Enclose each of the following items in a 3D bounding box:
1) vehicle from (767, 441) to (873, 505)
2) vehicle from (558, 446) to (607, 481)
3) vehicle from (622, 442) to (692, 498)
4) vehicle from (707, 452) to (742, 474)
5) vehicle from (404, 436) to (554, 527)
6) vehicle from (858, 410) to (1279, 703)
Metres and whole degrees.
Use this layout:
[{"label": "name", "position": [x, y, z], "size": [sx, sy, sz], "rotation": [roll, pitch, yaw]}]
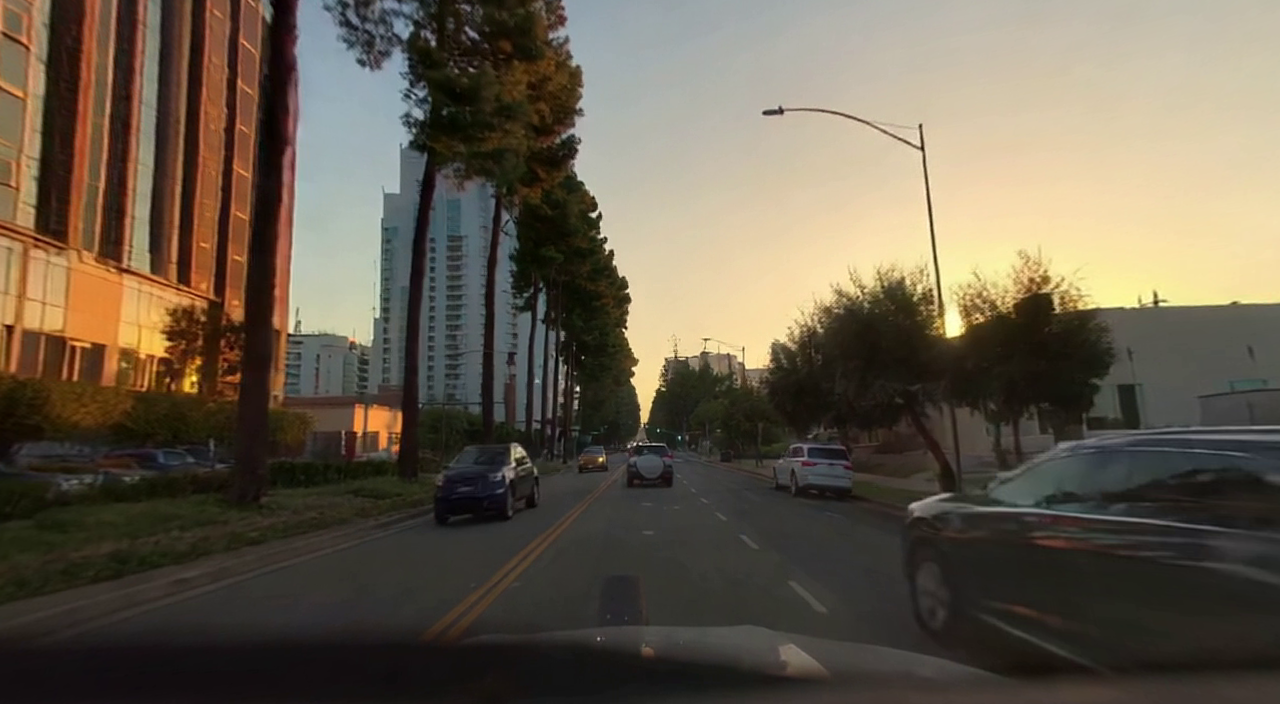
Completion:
[{"label": "vehicle", "position": [5.680, 3.852, 20.599], "size": [2.059, 1.813, 4.637], "rotation": [0, -9, -1]}, {"label": "vehicle", "position": [-3.031, 5.973, 34.076], "size": [2.124, 1.731, 4.227], "rotation": [0, -9, 2]}, {"label": "vehicle", "position": [0.534, 3.827, 20.786], "size": [2.105, 1.653, 3.887], "rotation": [0, -9, 1]}, {"label": "vehicle", "position": [6.182, 8.164, 46.584], "size": [1.885, 1.467, 4.546], "rotation": [0, -9, 0]}, {"label": "vehicle", "position": [-3.382, 2.815, 14.300], "size": [2.167, 1.717, 4.448], "rotation": [0, -9, 1]}, {"label": "vehicle", "position": [2.869, 1.166, 3.318], "size": [1.991, 1.536, 4.116], "rotation": [0, -9, 1]}]
